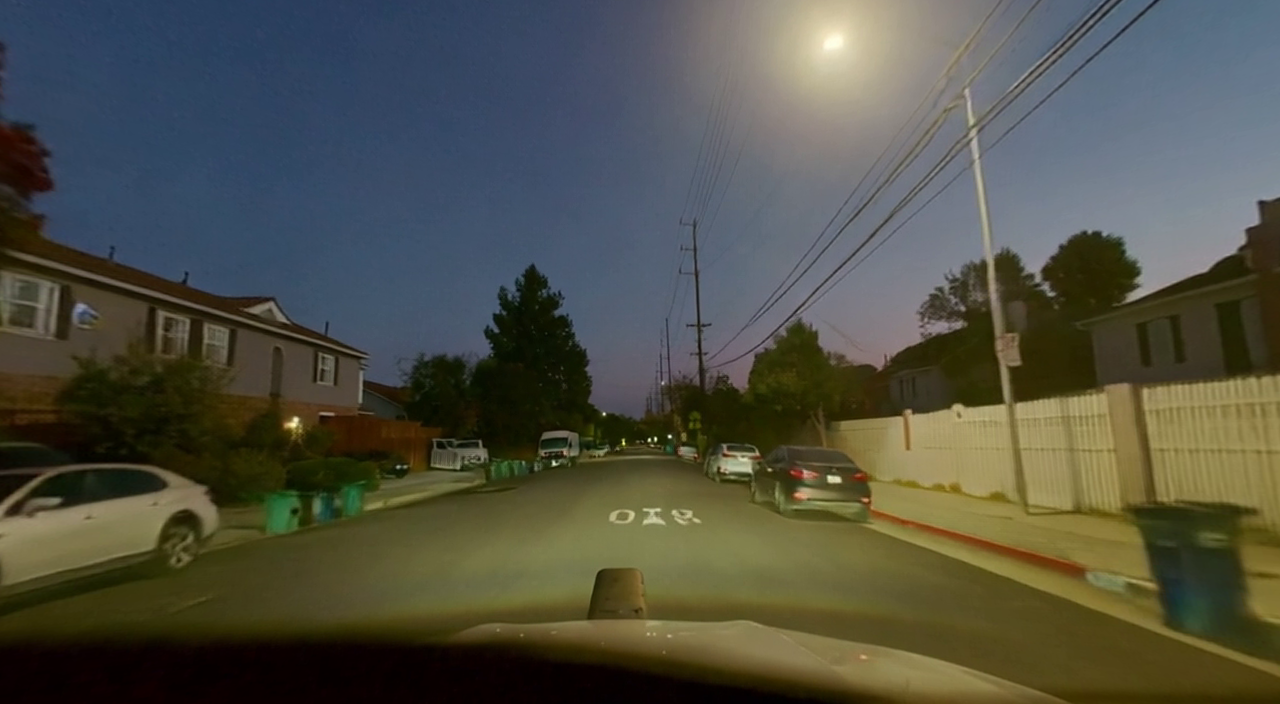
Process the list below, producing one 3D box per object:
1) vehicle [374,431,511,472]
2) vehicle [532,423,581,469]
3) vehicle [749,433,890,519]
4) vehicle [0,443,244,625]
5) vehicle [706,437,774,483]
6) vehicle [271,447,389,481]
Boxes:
[{"bbox_3d":[-10.523,5.351,34.102,6.540,2.079,2.565,0,-8,1],"label":"vehicle"},{"bbox_3d":[-5.768,6.610,44.463,2.313,2.875,6.057,-4,-8,2],"label":"vehicle"},{"bbox_3d":[3.507,2.475,13.165,1.903,1.500,4.057,0,-8,3],"label":"vehicle"},{"bbox_3d":[-6.549,1.764,6.332,2.062,1.500,4.629,-3,-7,3],"label":"vehicle"},{"bbox_3d":[3.665,4.047,24.032,1.970,1.530,4.899,0,-8,2],"label":"vehicle"},{"bbox_3d":[-14.665,5.312,30.103,4.565,1.489,1.950,0,-8,-2],"label":"vehicle"}]
